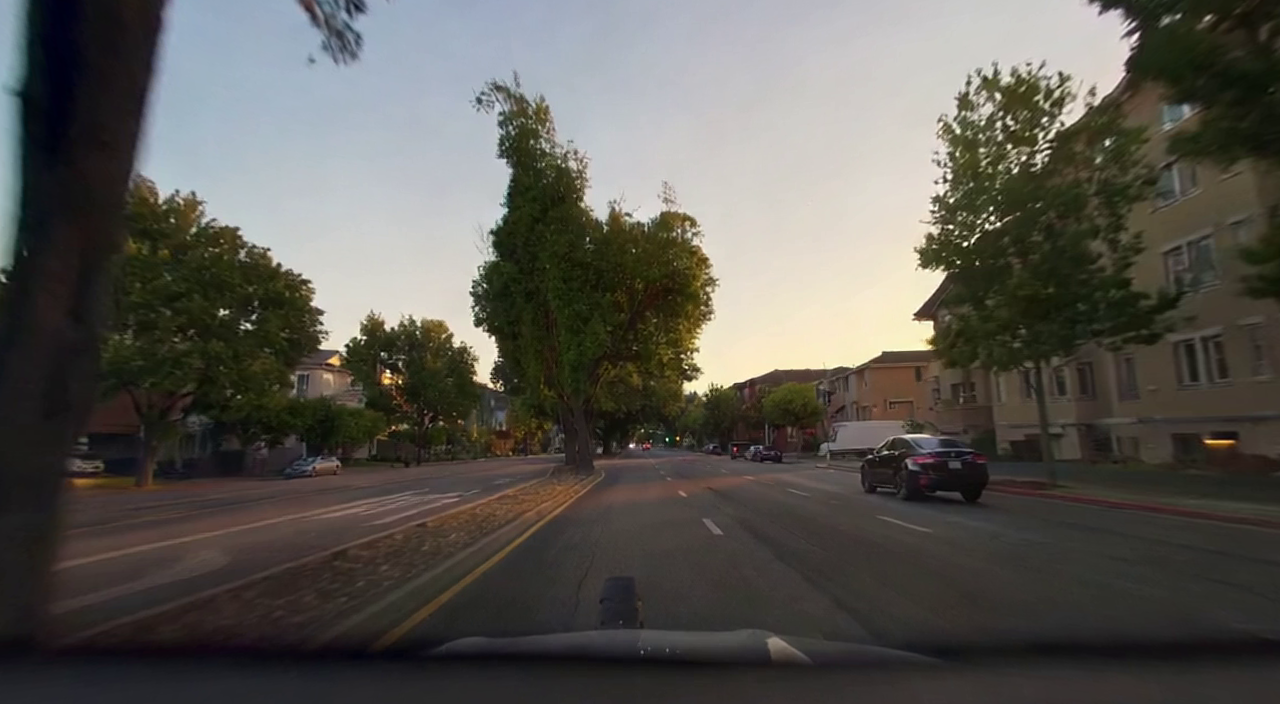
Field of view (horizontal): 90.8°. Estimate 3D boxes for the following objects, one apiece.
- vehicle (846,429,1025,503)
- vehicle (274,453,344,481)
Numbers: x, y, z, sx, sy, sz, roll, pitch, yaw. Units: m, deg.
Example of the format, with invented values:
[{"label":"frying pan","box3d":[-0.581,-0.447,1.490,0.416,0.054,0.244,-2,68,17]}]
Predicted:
[{"label":"vehicle","box3d":[7.372,2.895,16.464,2.053,1.628,4.717,1,-9,-5]},{"label":"vehicle","box3d":[-20.633,7.158,39.591,1.945,1.469,4.539,-1,-8,0]}]
